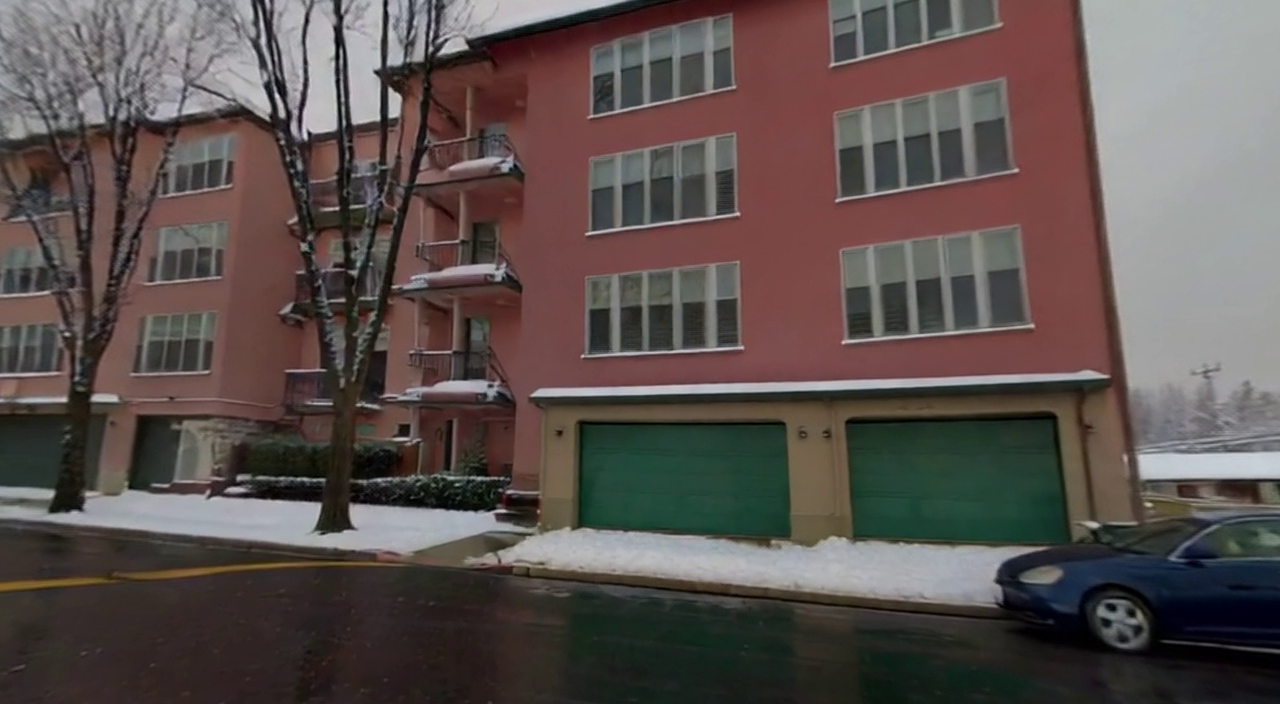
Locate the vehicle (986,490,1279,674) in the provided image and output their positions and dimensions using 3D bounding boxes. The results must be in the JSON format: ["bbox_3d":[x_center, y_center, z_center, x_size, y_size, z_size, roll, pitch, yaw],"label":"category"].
[{"bbox_3d":[6.350,2.245,6.368,4.697,1.444,1.825,-3,-10,20],"label":"vehicle"}]
